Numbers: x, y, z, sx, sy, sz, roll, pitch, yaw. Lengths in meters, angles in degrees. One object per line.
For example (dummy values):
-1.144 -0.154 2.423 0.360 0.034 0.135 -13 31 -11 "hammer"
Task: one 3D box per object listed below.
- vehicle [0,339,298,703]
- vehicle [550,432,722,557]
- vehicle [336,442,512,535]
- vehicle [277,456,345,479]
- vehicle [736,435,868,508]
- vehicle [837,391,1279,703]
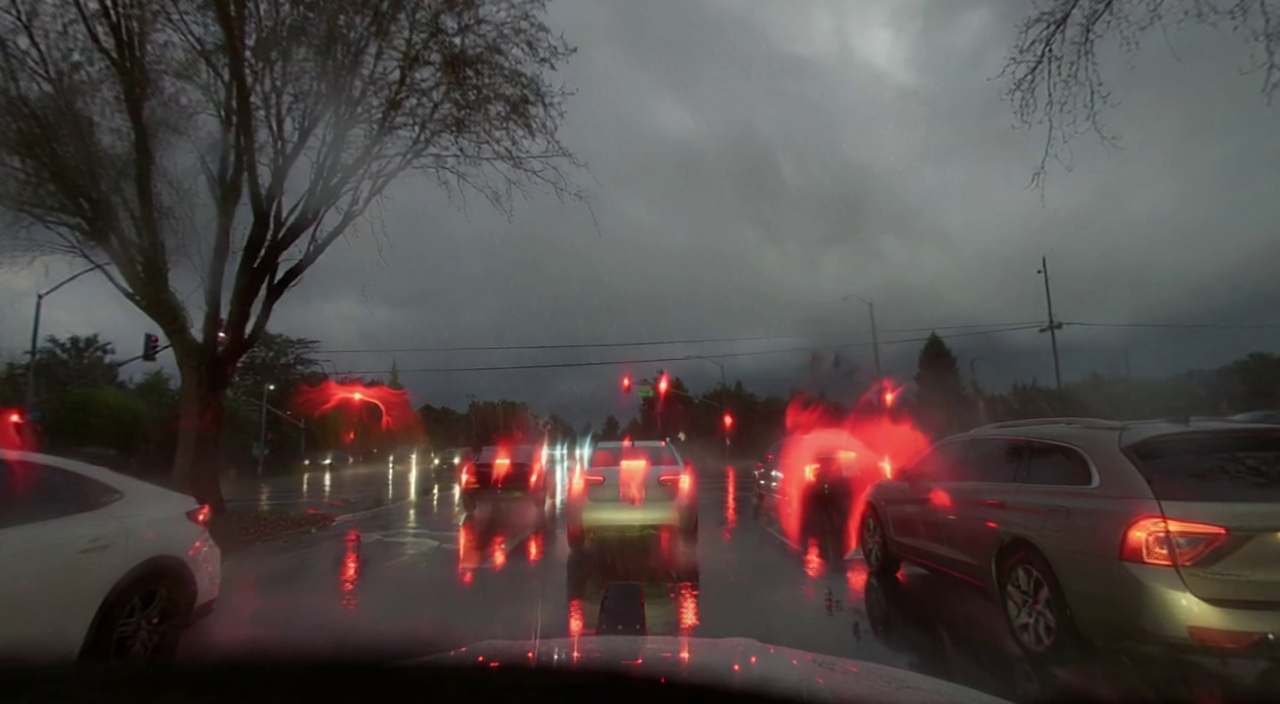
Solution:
-3.641 0.836 2.551 2.047 1.764 4.369 0 -8 0 "vehicle"
-0.061 2.003 9.595 2.061 1.470 3.970 0 -8 0 "vehicle"
-3.907 2.511 12.337 1.919 1.459 4.371 0 -8 -1 "vehicle"
-25.275 8.865 48.631 4.310 1.674 1.937 -2 -9 12 "vehicle"
3.667 2.779 15.242 1.922 1.472 4.440 0 -8 -1 "vehicle"
3.405 1.309 5.422 1.933 1.564 4.600 0 -8 0 "vehicle"
